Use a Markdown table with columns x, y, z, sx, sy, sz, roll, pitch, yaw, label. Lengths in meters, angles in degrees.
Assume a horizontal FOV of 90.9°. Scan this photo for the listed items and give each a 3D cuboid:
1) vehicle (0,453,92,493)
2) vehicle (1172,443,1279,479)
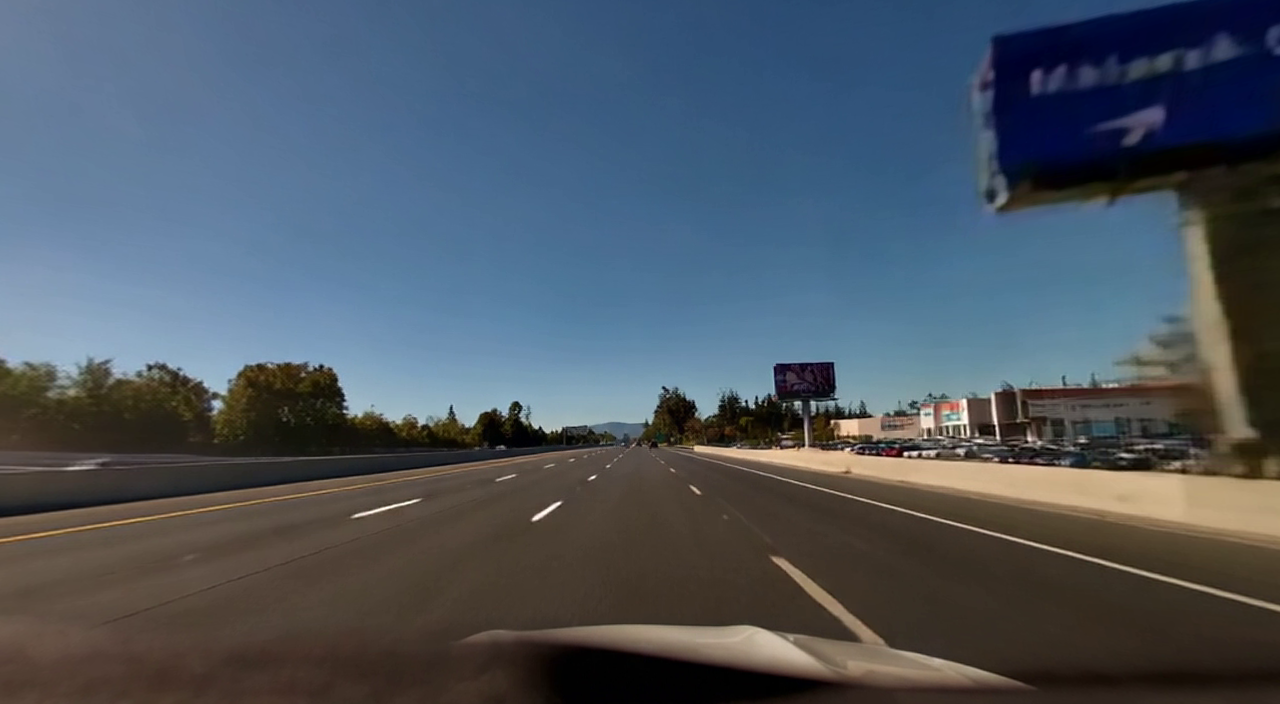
| x | y | z | sx | sy | sz | roll | pitch | yaw | label |
| --- | --- | --- | --- | --- | --- | --- | --- | --- | --- |
| -24.977 | 4.824 | 25.440 | 1.832 | 1.443 | 4.289 | 0 | -8 | 1 | vehicle |
| 35.942 | 6.561 | 38.130 | 5.313 | 1.880 | 2.243 | -3 | -8 | 0 | vehicle |
